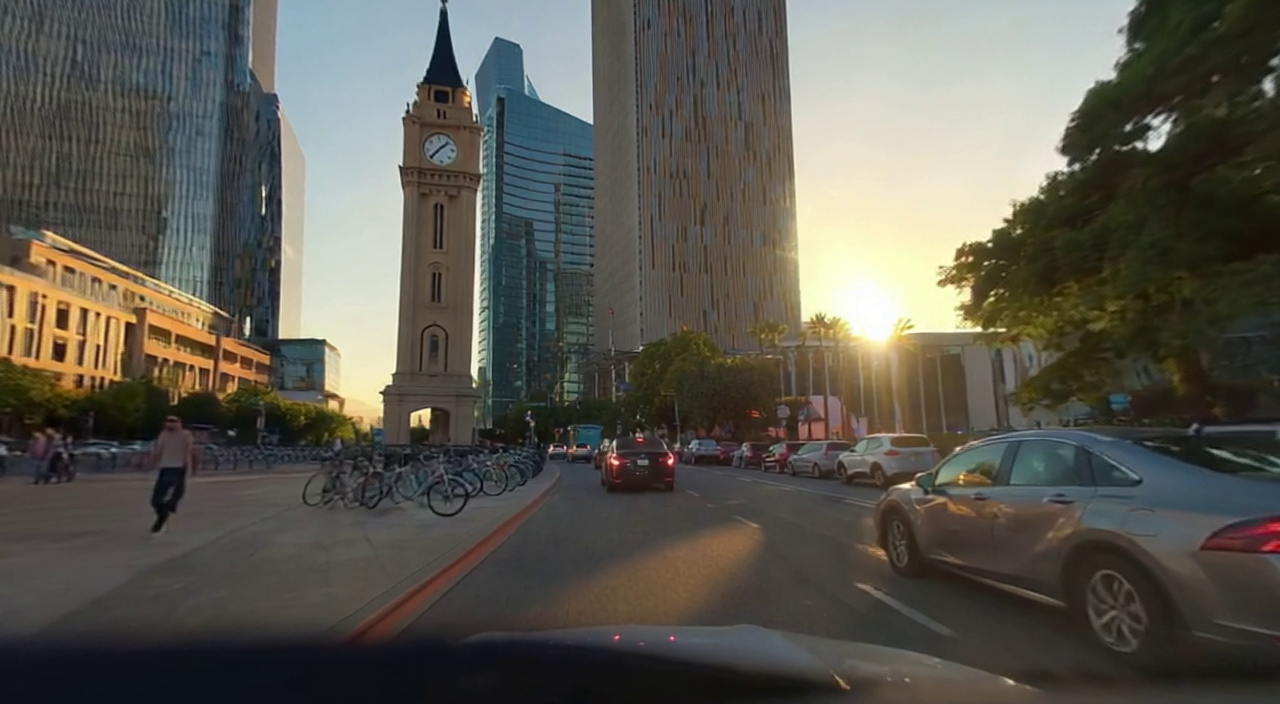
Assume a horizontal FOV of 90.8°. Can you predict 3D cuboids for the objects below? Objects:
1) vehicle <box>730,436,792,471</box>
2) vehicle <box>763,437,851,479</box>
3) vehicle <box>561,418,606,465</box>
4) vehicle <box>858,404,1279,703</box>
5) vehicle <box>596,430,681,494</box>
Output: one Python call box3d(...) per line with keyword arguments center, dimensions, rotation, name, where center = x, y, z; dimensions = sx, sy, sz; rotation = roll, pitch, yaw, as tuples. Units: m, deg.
box3d(center=(6.270, 5.346, 33.326), dimensions=(1.860, 1.684, 4.211), rotation=(1, -9, -9), name="vehicle")
box3d(center=(6.986, 4.488, 27.006), dimensions=(2.067, 1.641, 4.569), rotation=(1, -9, -6), name="vehicle")
box3d(center=(-3.833, 6.000, 42.190), dimensions=(2.400, 2.872, 6.053), rotation=(2, -9, -10), name="vehicle")
box3d(center=(3.740, 1.329, 5.021), dimensions=(2.116, 1.500, 4.702), rotation=(0, -9, -3), name="vehicle")
box3d(center=(-0.162, 3.109, 18.066), dimensions=(2.111, 1.605, 3.832), rotation=(1, -9, -5), name="vehicle")
